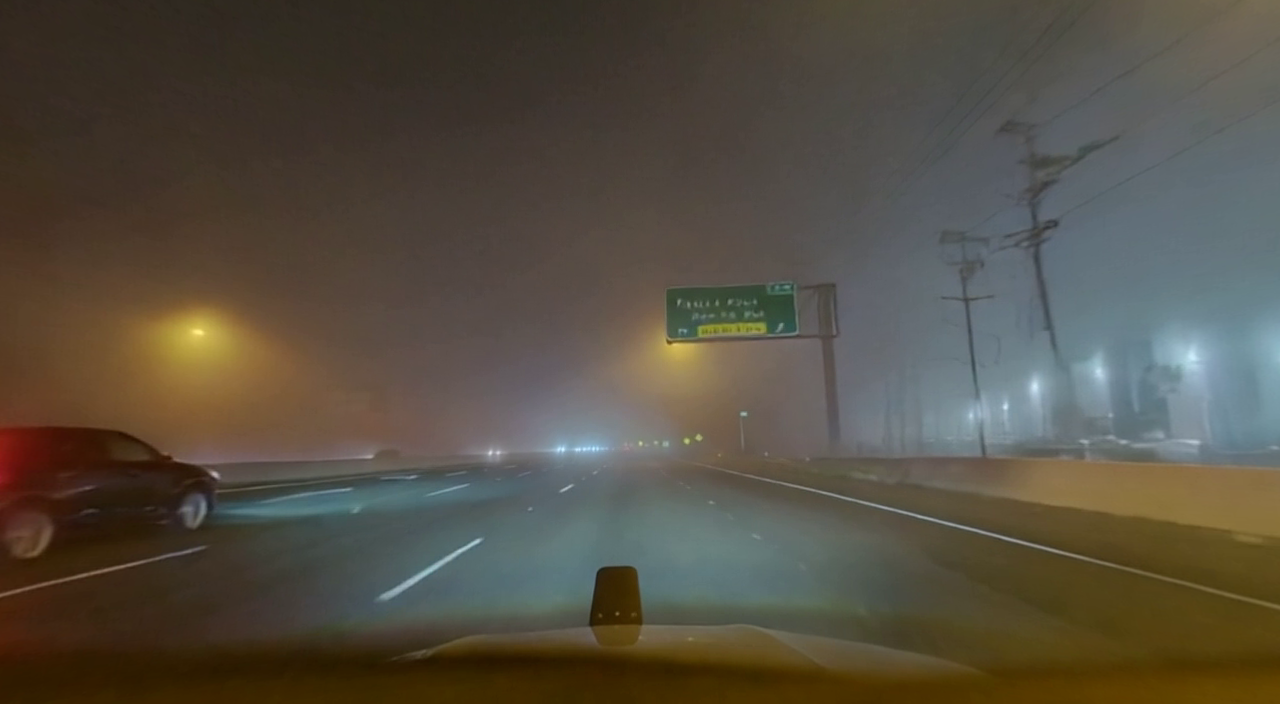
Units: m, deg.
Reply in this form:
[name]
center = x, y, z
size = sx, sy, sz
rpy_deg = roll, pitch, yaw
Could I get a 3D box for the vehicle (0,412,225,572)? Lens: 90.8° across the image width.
[vehicle]
center = -7.615, 1.573, 7.558
size = 2.140, 1.626, 4.457
rpy_deg = 0, -8, 2
